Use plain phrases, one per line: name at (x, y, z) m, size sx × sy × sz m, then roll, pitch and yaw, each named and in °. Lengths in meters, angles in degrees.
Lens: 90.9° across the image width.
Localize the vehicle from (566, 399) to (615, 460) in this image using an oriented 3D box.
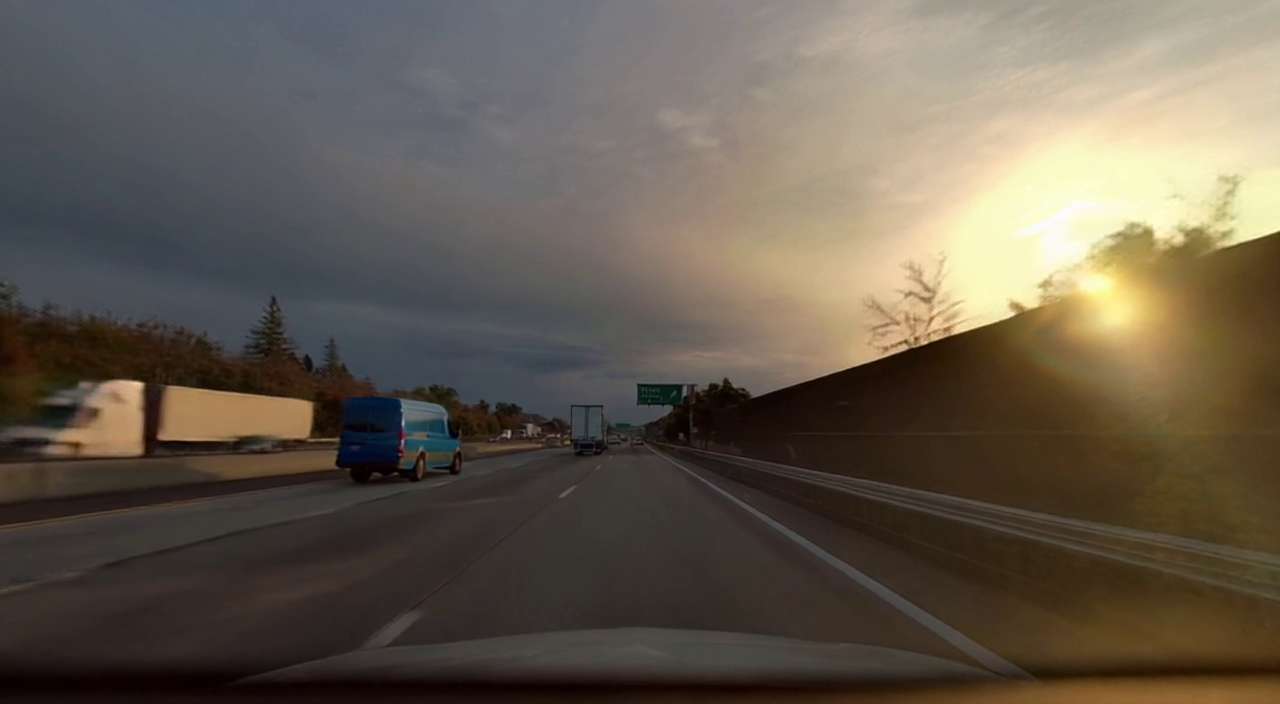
vehicle at (-3.552, 5.847, 47.307) m, size 3.173 × 4.185 × 8.360 m, roll 0°, pitch -8°, yaw -1°

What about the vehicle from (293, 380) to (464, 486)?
vehicle at (-7.847, 2.592, 20.072) m, size 2.396 × 2.763 × 6.935 m, roll 0°, pitch -8°, yaw 0°

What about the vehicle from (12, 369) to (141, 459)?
vehicle at (-26.332, 2.944, 29.639) m, size 3.136 × 4.017 × 2.784 m, roll 0°, pitch -8°, yaw 0°

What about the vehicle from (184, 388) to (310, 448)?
vehicle at (-26.418, 4.626, 43.078) m, size 3.101 × 3.649 × 8.578 m, roll 0°, pitch -8°, yaw -1°
